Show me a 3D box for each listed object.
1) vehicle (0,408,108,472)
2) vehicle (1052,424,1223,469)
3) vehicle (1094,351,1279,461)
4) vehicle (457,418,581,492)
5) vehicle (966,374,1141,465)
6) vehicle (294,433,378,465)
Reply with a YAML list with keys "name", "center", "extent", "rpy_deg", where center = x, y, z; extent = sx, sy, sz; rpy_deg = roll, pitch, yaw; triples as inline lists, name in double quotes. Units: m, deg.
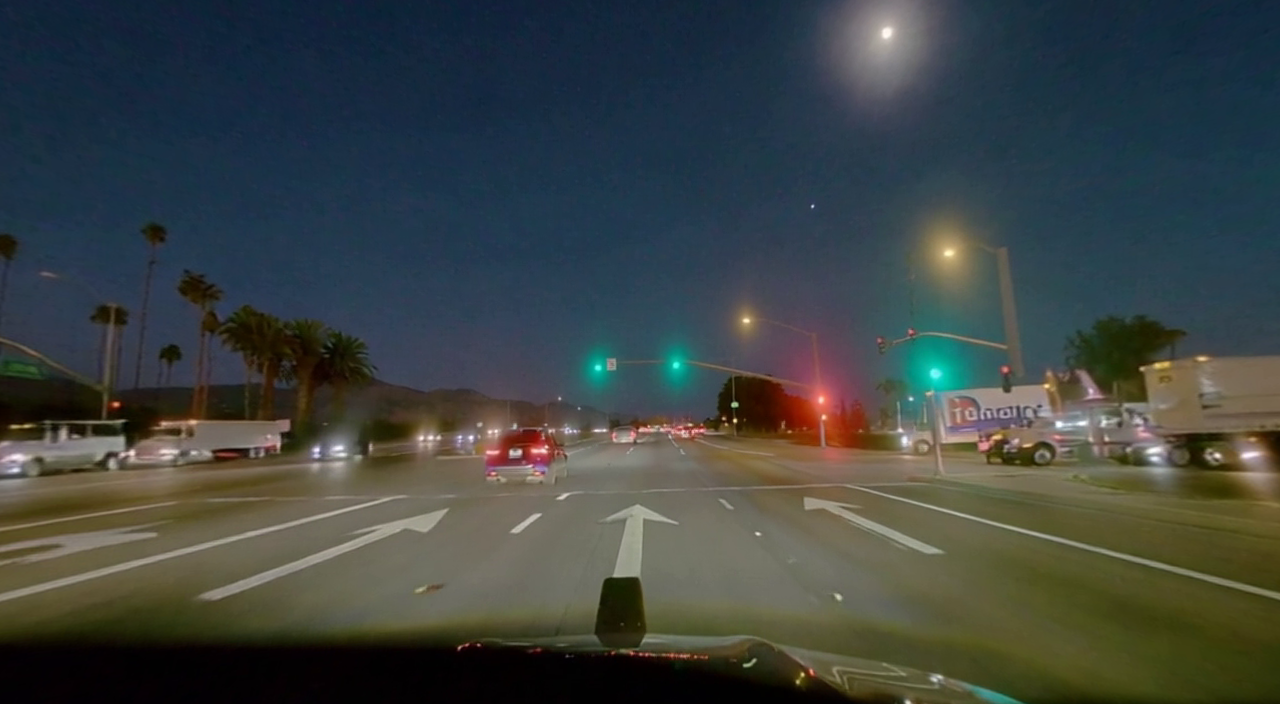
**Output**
- name: "vehicle"
  center: [-40.087, 5.810, 41.606]
  extent: [3.023, 3.885, 6.458]
  rpy_deg: [-2, -8, 16]
- name: "vehicle"
  center: [19.208, 3.680, 24.414]
  extent: [4.769, 1.638, 2.091]
  rpy_deg: [0, -9, 2]
- name: "vehicle"
  center: [30.089, 2.463, 27.610]
  extent: [16.628, 4.605, 3.321]
  rpy_deg: [0, -8, 7]
- name: "vehicle"
  center: [-3.061, 2.755, 17.063]
  extent: [2.287, 1.712, 4.537]
  rpy_deg: [0, -9, 2]
- name: "vehicle"
  center: [18.454, 3.114, 28.383]
  extent: [5.512, 3.865, 3.002]
  rpy_deg: [0, -9, 2]
- name: "vehicle"
  center: [-15.715, 5.051, 32.772]
  extent: [1.942, 1.542, 4.576]
  rpy_deg: [0, -9, 2]
